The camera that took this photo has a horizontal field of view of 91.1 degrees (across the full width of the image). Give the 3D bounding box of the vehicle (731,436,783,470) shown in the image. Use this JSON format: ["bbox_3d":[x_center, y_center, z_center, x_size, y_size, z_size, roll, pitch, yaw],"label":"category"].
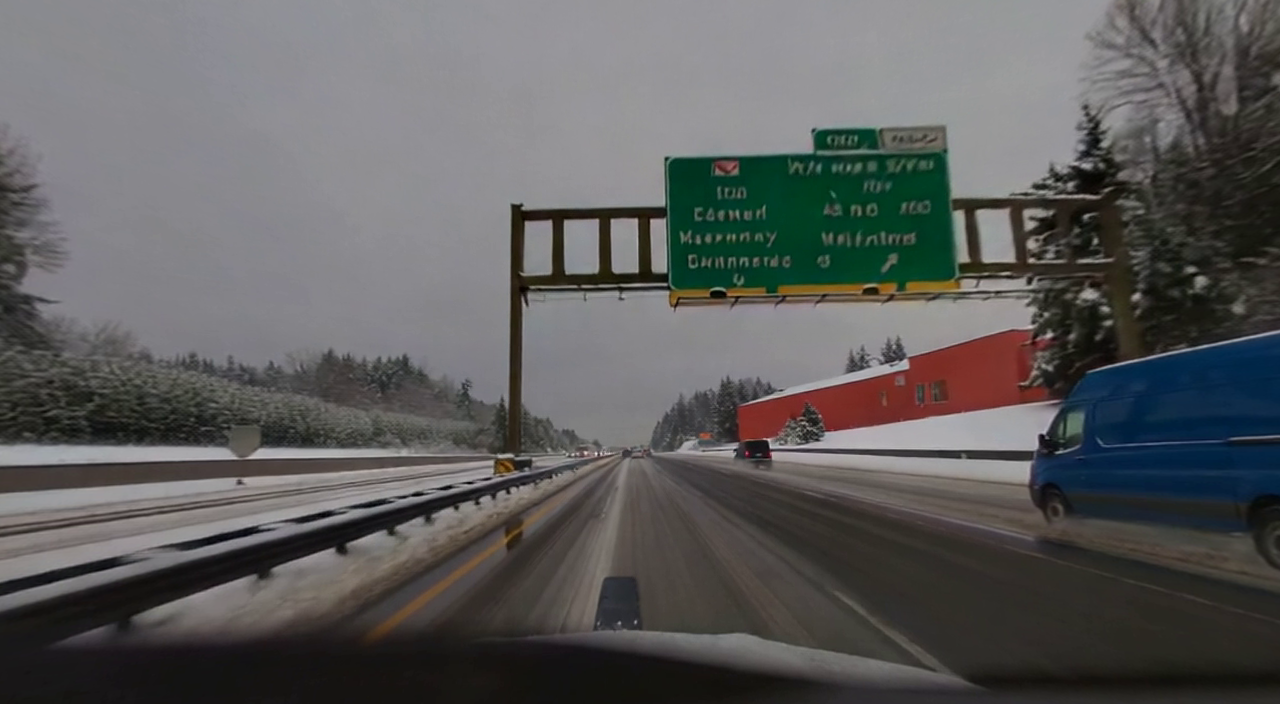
[{"bbox_3d":[7.095,6.238,38.793,2.156,1.943,5.010,0,-9,-1],"label":"vehicle"}]

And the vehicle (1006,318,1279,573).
[{"bbox_3d":[7.804,1.219,8.149,2.283,2.631,6.053,0,-9,-1],"label":"vehicle"}]
